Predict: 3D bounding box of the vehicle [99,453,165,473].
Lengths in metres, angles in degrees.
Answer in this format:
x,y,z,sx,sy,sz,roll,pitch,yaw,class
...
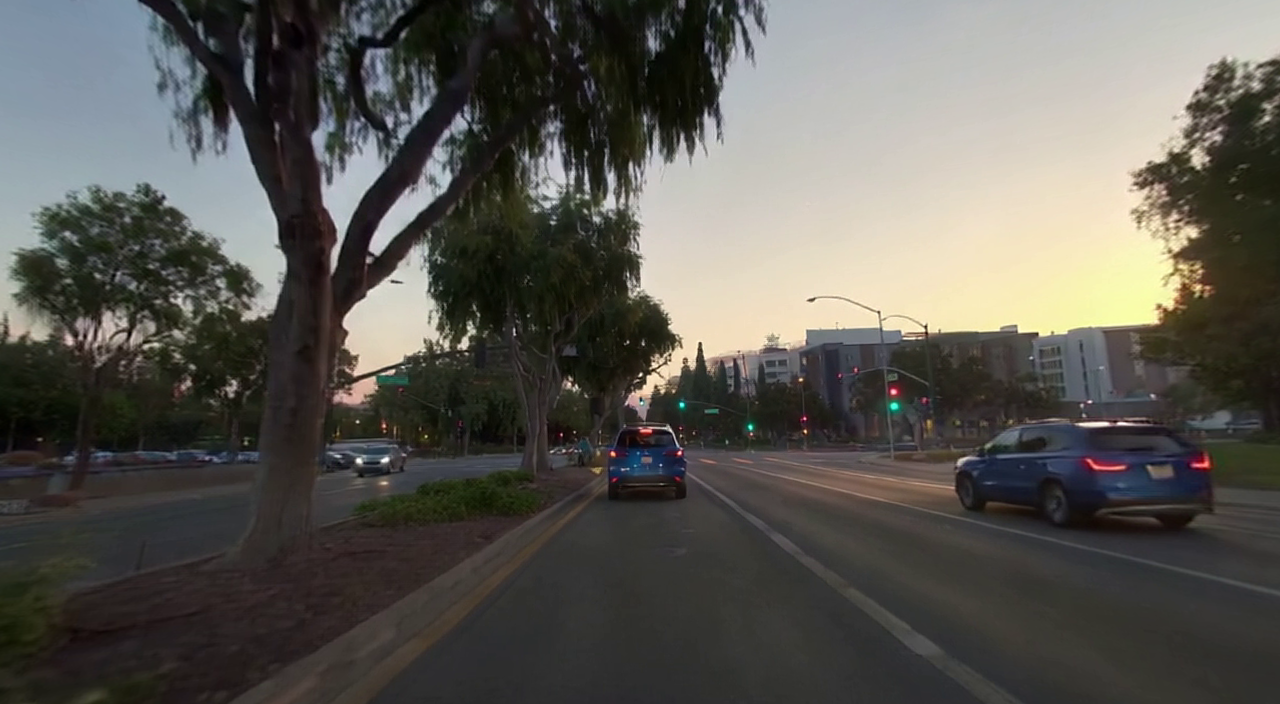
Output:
x,y,z,sx,sy,sz,roll,pitch,yaw,class
-39.654,8.667,49.442,3.386,1.456,2.024,0,-9,-1,vehicle

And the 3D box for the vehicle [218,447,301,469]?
x,y,z,sx,sy,sz,roll,pitch,yaw,class
-29.831,8.307,49.645,5.244,1.715,1.950,0,-9,1,vehicle

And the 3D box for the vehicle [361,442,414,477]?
x,y,z,sx,sy,sz,roll,pitch,yaw,class
-13.038,5.562,32.964,2.209,1.627,4.582,3,-9,-18,vehicle

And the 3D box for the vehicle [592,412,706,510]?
x,y,z,sx,sy,sz,roll,pitch,yaw,class
0.222,2.549,15.099,2.267,1.926,4.708,0,-9,1,vehicle

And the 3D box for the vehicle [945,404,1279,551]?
x,y,z,sx,sy,sz,roll,pitch,yaw,class
6.983,1.799,9.640,2.447,1.707,4.396,0,-9,0,vehicle
